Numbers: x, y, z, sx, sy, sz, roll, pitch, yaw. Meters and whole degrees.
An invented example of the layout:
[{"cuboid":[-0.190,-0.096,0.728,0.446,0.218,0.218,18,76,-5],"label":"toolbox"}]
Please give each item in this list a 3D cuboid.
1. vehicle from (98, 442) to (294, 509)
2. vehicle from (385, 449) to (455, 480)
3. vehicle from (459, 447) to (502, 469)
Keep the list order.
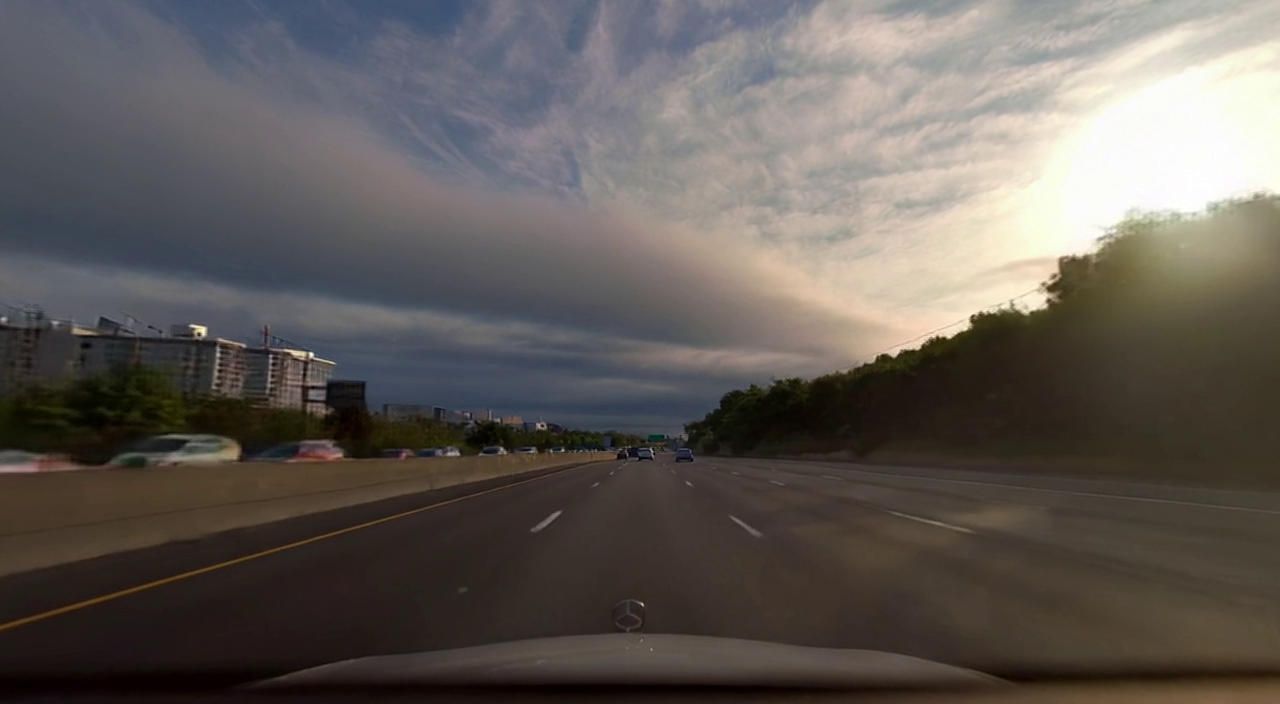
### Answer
[{"cuboid":[-10.936,3.045,15.989,1.930,1.455,4.135,0,-9,1],"label":"vehicle"},{"cuboid":[-11.089,5.673,32.062,1.920,1.428,4.416,0,-9,1],"label":"vehicle"},{"cuboid":[-11.821,7.851,46.941,2.035,1.512,4.336,-1,-9,1],"label":"vehicle"}]
